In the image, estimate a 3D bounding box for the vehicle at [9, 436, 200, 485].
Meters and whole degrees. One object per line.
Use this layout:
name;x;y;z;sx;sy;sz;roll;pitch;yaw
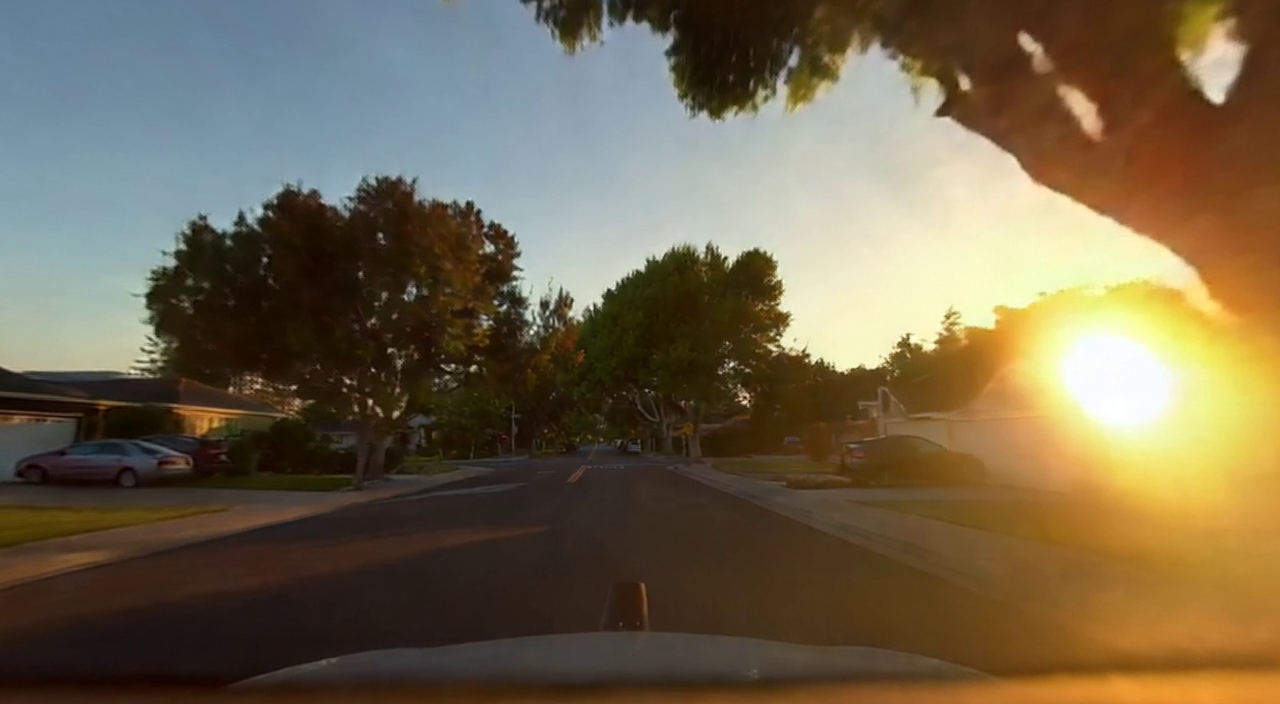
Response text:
vehicle;-17.490;3.555;20.835;4.307;1.508;2.072;0;-9;-1
